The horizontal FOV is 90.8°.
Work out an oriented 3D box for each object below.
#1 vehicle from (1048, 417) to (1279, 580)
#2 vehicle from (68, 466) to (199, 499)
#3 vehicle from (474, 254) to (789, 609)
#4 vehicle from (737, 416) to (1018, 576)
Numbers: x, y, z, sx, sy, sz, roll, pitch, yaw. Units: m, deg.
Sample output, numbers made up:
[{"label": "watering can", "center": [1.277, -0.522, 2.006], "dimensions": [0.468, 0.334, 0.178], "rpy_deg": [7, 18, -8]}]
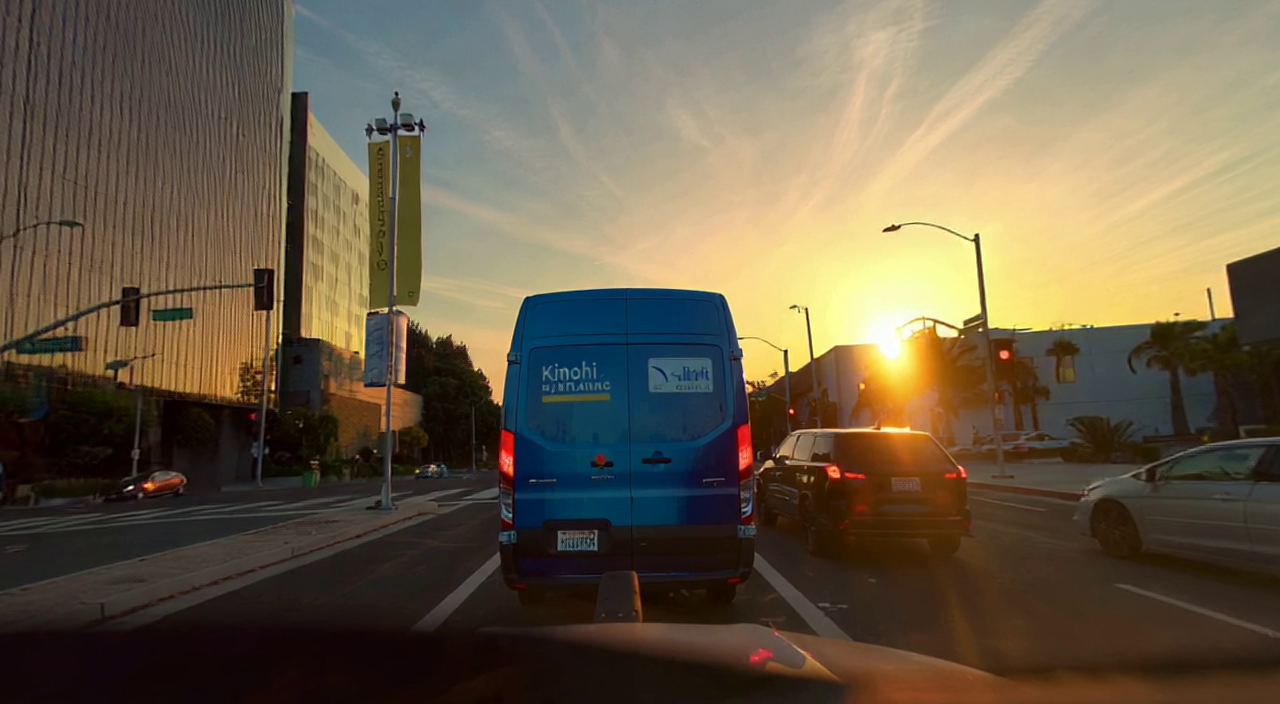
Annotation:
[{"label": "vehicle", "center": [7.530, 1.587, 7.013], "dimensions": [1.963, 1.669, 4.678], "rpy_deg": [3, -9, -20]}, {"label": "vehicle", "center": [-26.206, 6.752, 32.880], "dimensions": [4.888, 1.481, 1.873], "rpy_deg": [2, -9, -16]}, {"label": "vehicle", "center": [-0.030, 1.165, 9.080], "dimensions": [2.613, 3.035, 7.342], "rpy_deg": [0, -8, 1]}, {"label": "vehicle", "center": [2.880, 1.867, 9.050], "dimensions": [2.183, 1.676, 4.506], "rpy_deg": [0, -8, -1]}]
